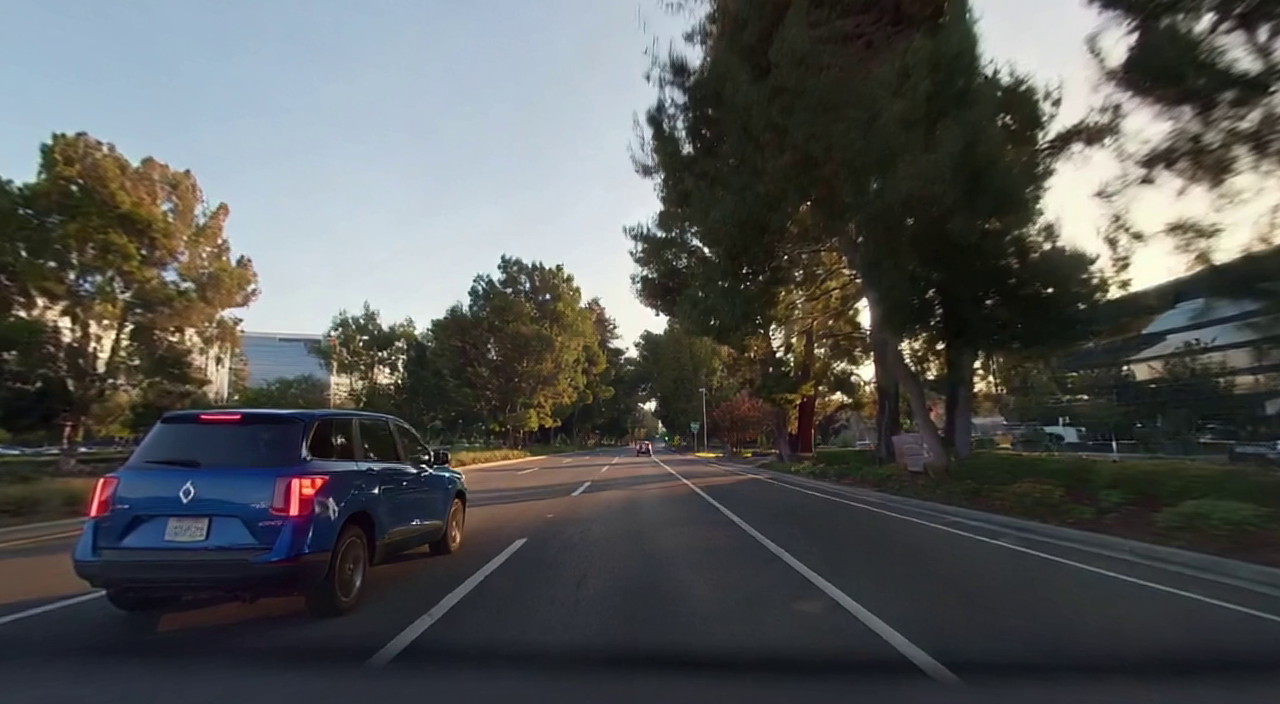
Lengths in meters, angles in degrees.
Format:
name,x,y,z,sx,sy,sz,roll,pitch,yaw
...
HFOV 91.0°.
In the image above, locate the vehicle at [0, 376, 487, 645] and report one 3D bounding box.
name,x,y,z,sx,sy,sz,roll,pitch,yaw
vehicle,-3.147,1.339,6.337,2.033,1.713,4.503,0,-8,0
